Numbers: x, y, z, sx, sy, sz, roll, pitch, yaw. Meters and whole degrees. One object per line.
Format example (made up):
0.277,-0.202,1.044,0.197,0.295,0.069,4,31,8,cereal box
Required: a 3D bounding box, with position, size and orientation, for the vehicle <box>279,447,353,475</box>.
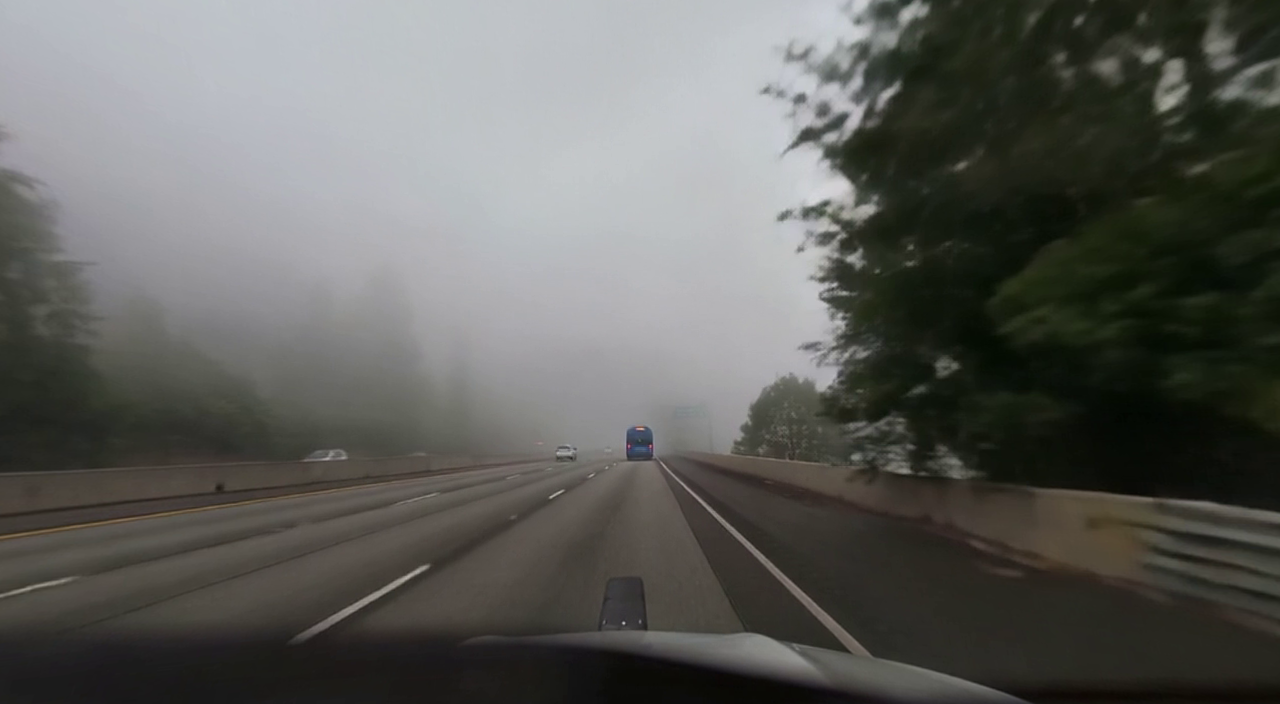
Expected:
-21.796,7.340,42.749,2.017,1.737,5.648,0,-8,1,vehicle
